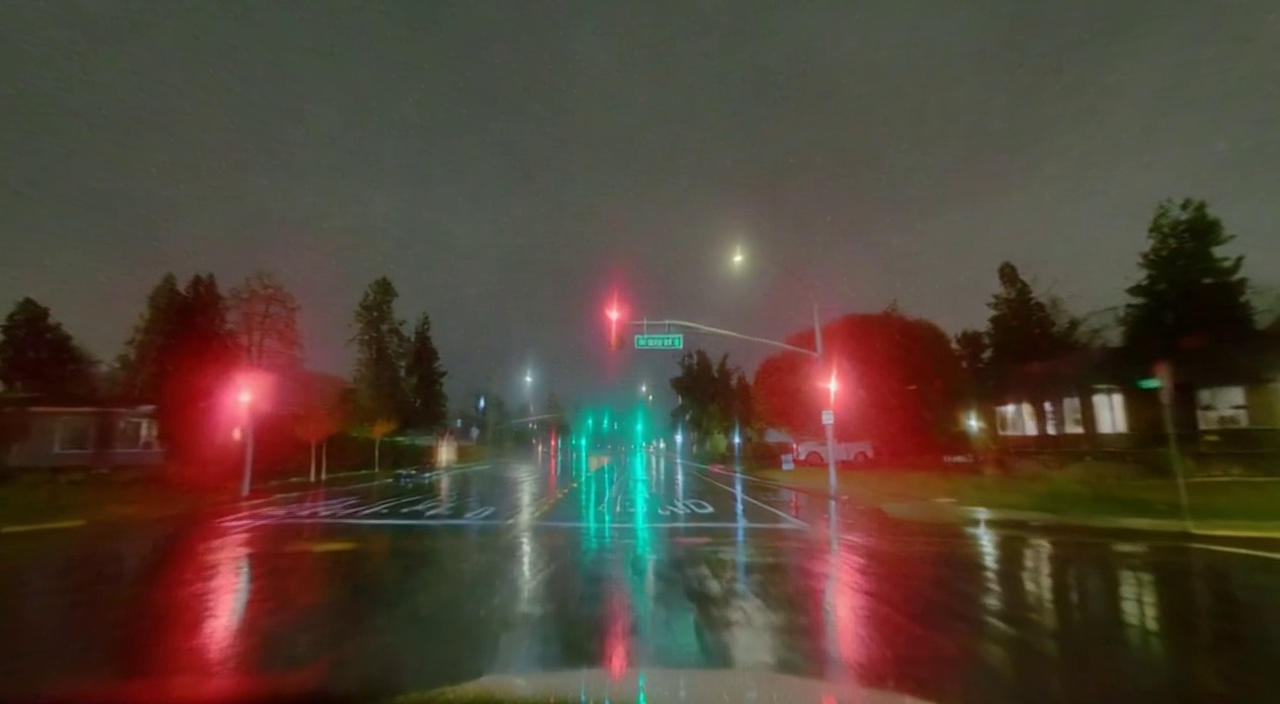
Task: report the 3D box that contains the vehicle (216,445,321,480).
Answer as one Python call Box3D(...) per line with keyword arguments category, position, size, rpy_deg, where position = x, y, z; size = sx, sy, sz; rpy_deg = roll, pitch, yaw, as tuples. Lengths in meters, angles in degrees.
Box3D(category="vehicle", position=(-18.773, 5.570, 32.072), size=(4.115, 1.699, 1.848), rpy_deg=(0, -9, -1))

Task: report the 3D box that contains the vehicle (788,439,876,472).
Box3D(category="vehicle", position=(10.983, 5.928, 36.291), size=(4.423, 1.779, 1.883), rpy_deg=(0, -9, 1))
